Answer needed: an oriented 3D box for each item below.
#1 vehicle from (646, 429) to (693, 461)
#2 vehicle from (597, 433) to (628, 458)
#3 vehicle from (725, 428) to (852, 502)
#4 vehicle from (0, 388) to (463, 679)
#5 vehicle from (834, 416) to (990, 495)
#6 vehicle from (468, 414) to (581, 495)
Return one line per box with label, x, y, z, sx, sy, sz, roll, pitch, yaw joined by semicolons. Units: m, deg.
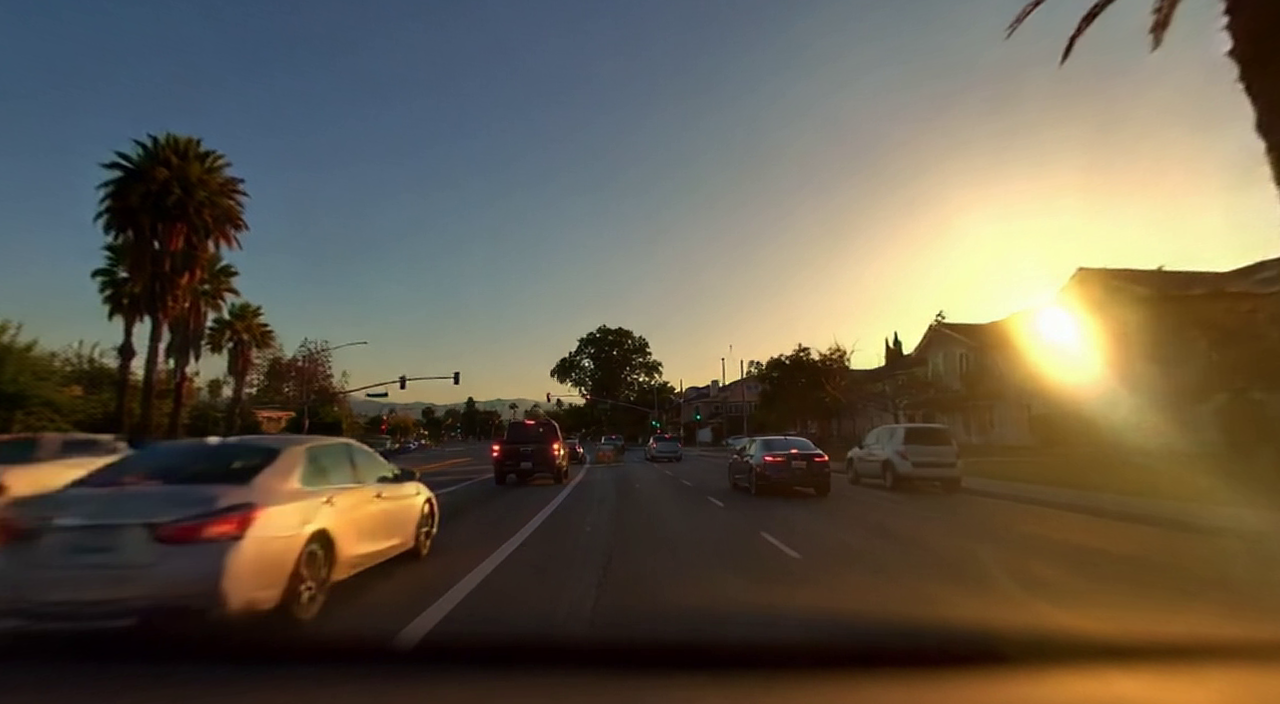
vehicle;1.860;6.170;42.111;2.391;1.960;5.600;0;-8;-5
vehicle;-2.172;7.193;48.748;2.164;1.867;4.254;1;-8;-6
vehicle;3.327;2.611;15.040;1.870;1.491;4.009;0;-8;-3
vehicle;-3.105;1.283;5.595;1.922;1.577;4.140;0;-8;-1
vehicle;6.971;2.690;16.796;2.011;1.805;4.260;0;-8;-4
vehicle;-3.118;2.950;18.681;2.354;1.948;6.355;0;-8;-2
